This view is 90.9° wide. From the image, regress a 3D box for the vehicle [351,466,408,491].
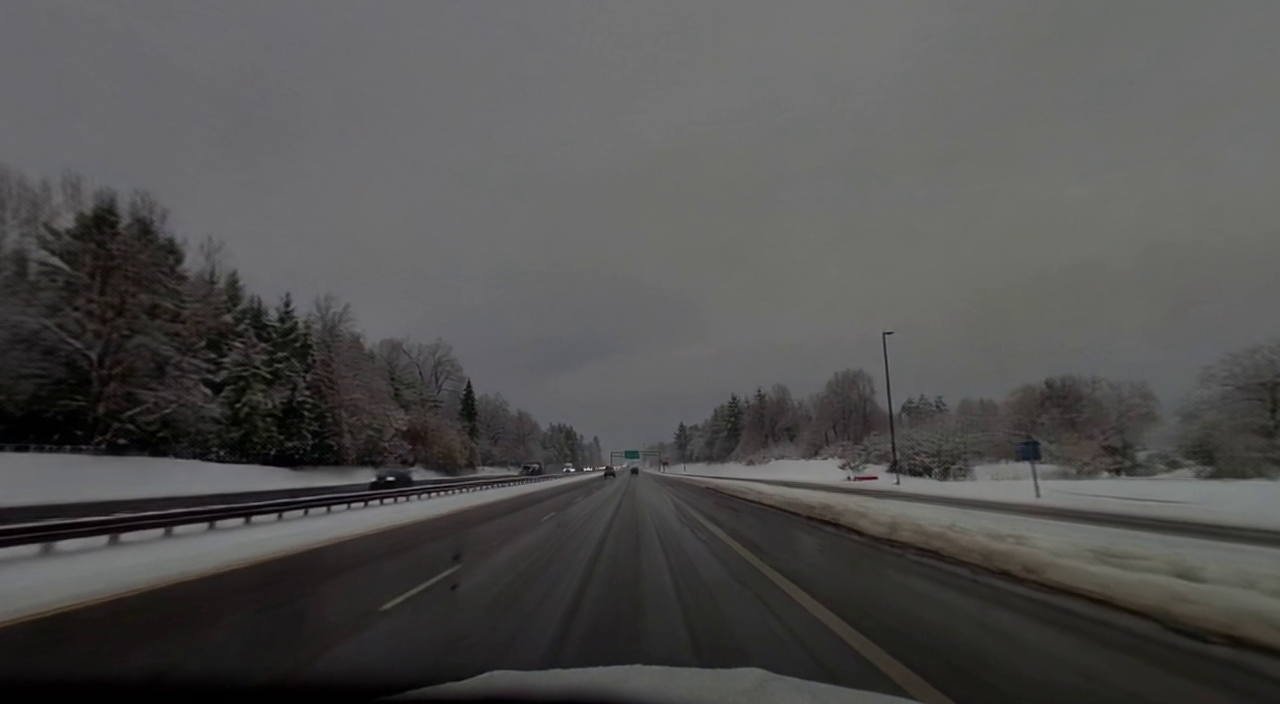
[{"bbox_3d":[-16.688,8.137,40.589,1.844,1.472,4.130,1,-11,0],"label":"vehicle"}]
